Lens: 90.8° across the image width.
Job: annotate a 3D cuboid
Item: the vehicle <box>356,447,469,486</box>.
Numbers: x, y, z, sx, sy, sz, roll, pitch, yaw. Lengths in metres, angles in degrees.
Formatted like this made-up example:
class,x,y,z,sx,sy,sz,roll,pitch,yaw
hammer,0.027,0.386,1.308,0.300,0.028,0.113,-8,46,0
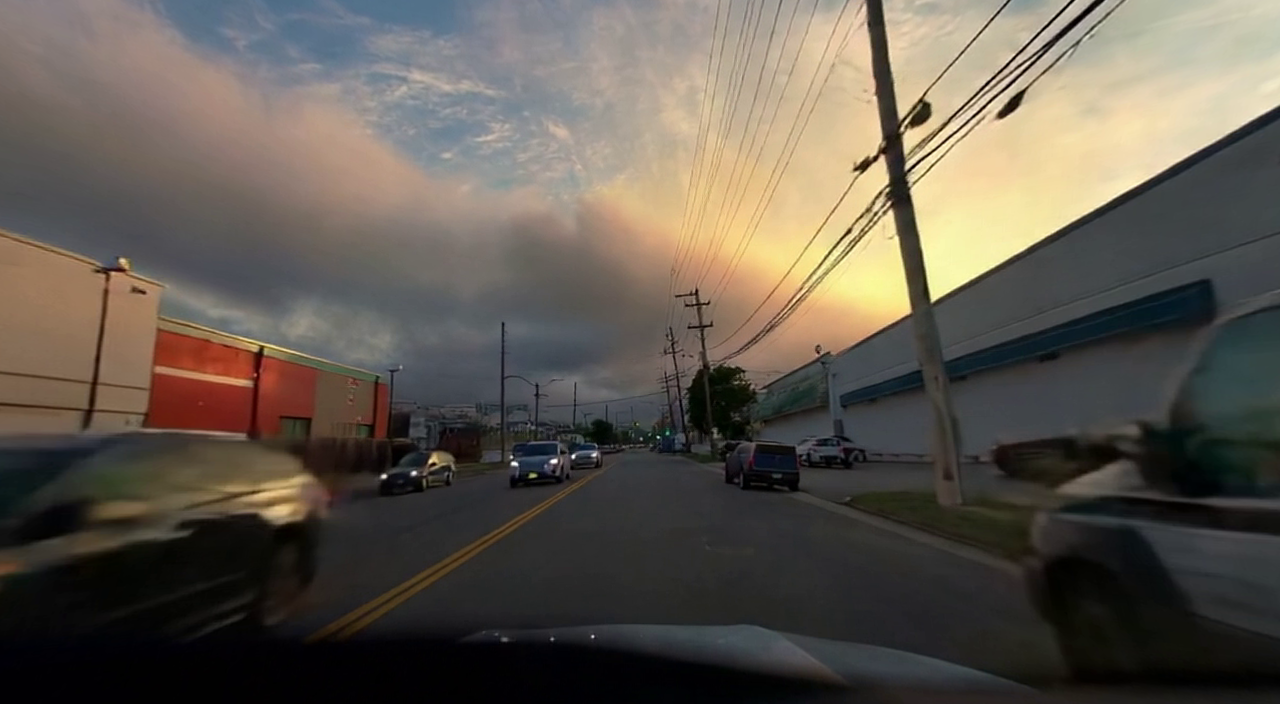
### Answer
class,x,y,z,sx,sy,sz,roll,pitch,yaw
vehicle,-10.929,5.556,30.590,4.936,1.703,1.959,3,-14,-19

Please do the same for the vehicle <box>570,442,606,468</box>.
class,x,y,z,sx,sy,sz,roll,pitch,yaw
vehicle,-3.834,7.720,47.563,2.229,1.889,4.816,0,-9,1

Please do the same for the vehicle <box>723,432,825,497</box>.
class,x,y,z,sx,sy,sz,roll,pitch,yaw
vehicle,3.886,3.358,19.273,2.092,1.730,4.595,0,-9,0

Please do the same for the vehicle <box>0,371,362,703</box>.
class,x,y,z,sx,sy,sz,roll,pitch,yaw
vehicle,-3.525,1.091,3.481,2.061,1.679,4.042,-1,-9,1

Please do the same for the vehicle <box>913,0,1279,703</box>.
class,x,y,z,sx,sy,sz,roll,pitch,yaw
vehicle,3.512,-0.460,0.526,2.874,3.757,8.612,3,-9,1

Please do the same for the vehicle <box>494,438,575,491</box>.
class,x,y,z,sx,sy,sz,roll,pitch,yaw
vehicle,-3.706,4.032,23.038,2.100,1.723,4.433,0,-9,1
